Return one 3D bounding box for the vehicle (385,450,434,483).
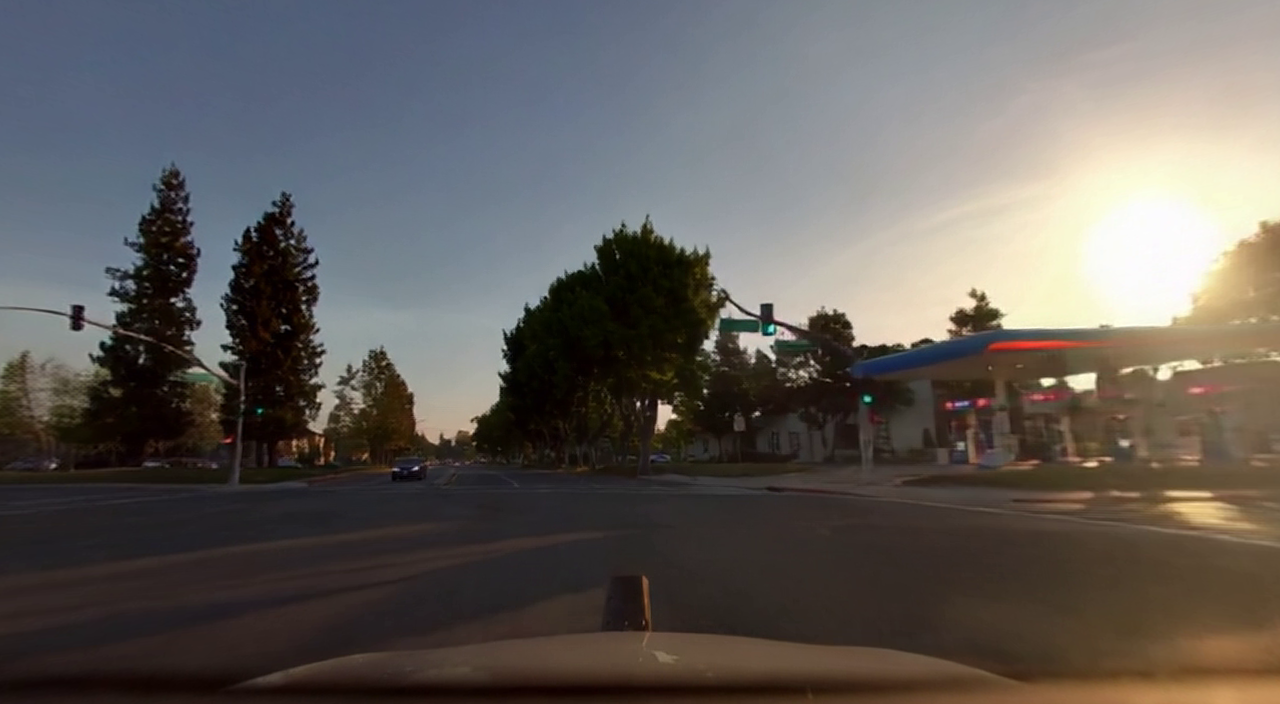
[{"bbox_3d":[-12.516,6.204,34.449,2.048,1.670,4.450,2,-9,-14],"label":"vehicle"}]
